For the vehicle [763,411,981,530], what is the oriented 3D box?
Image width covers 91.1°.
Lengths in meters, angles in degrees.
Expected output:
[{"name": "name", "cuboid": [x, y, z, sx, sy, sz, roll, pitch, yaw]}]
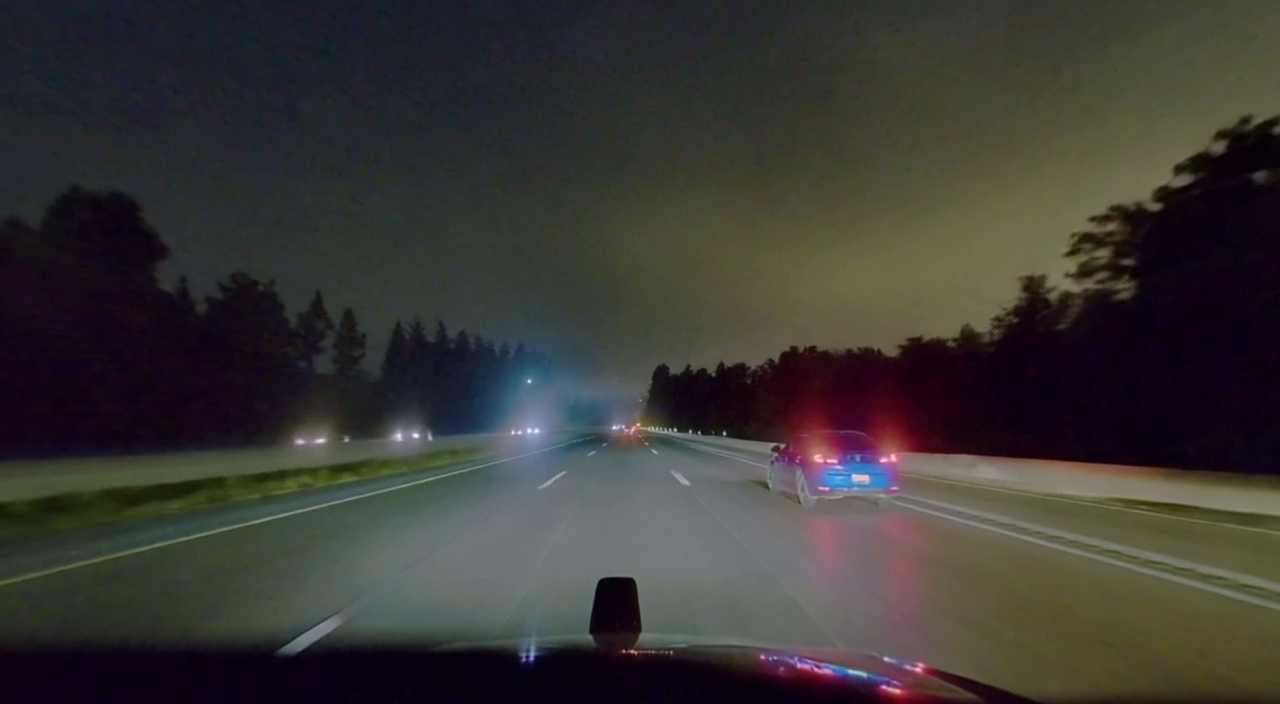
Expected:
[{"name": "vehicle", "cuboid": [3.475, 1.843, 10.366, 1.973, 1.563, 3.959, 0, -8, -2]}]

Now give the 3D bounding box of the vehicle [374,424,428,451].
[{"name": "vehicle", "cuboid": [-17.434, 6.266, 46.111, 2.102, 1.837, 4.818, 0, -8, -1]}]
